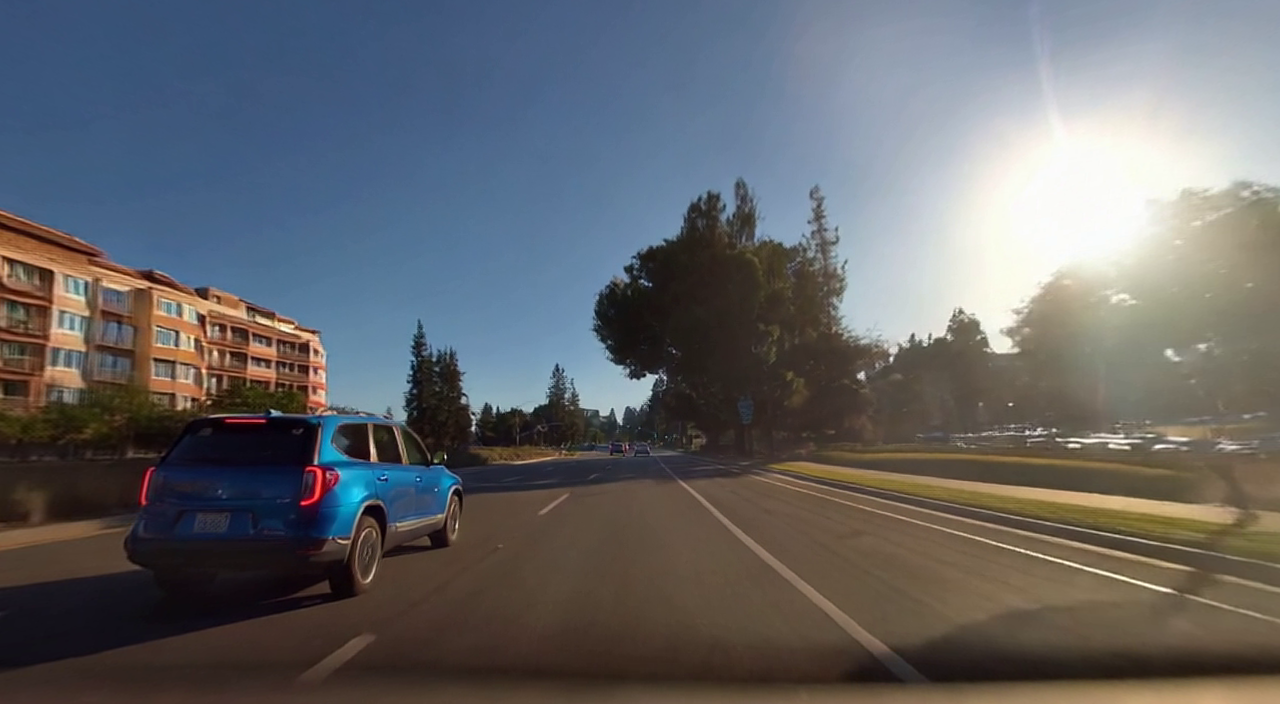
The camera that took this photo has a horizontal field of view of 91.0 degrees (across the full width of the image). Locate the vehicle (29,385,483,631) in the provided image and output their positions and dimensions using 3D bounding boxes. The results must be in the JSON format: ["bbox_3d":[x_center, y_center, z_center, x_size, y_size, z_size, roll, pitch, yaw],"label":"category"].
[{"bbox_3d":[-3.283,1.438,6.770,2.033,1.713,4.503,0,-9,0],"label":"vehicle"}]
